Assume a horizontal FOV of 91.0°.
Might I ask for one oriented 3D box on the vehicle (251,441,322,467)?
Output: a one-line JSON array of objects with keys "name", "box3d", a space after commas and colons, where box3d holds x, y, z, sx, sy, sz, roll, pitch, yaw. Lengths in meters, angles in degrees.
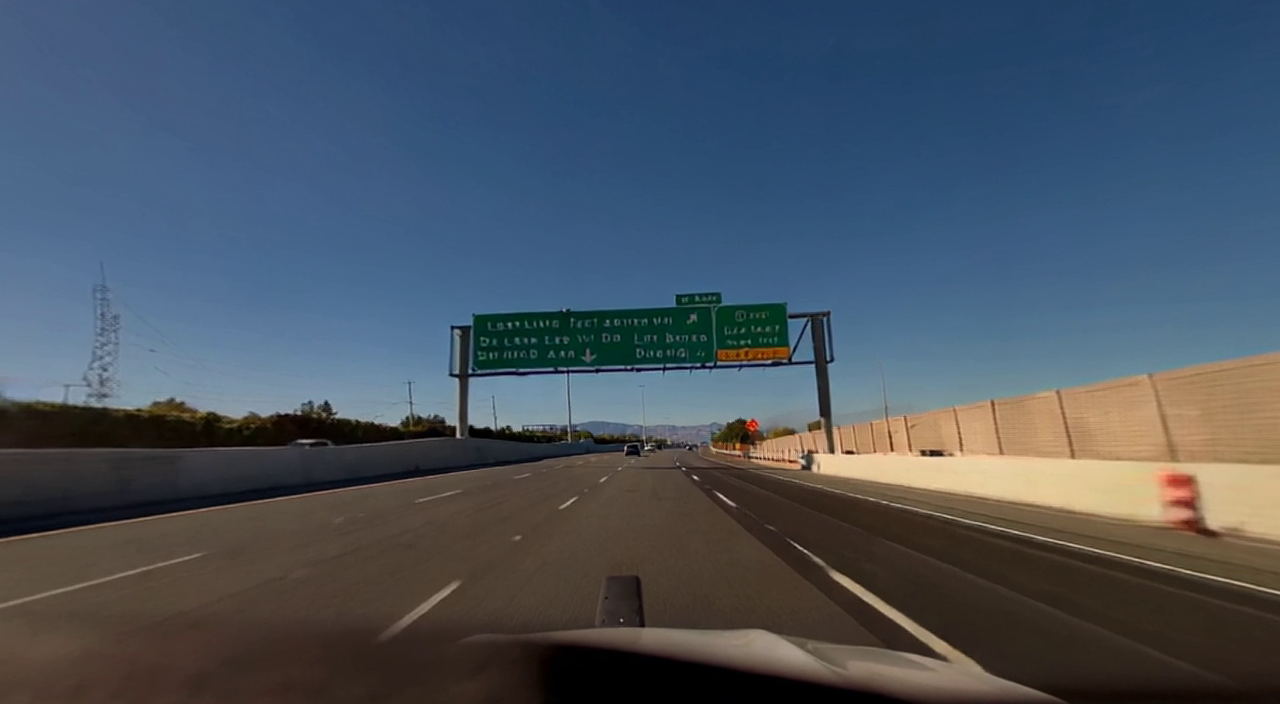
[{"name": "vehicle", "box3d": [-22.763, 6.582, 40.731, 1.916, 1.610, 4.340, 0, -9, 2]}]
